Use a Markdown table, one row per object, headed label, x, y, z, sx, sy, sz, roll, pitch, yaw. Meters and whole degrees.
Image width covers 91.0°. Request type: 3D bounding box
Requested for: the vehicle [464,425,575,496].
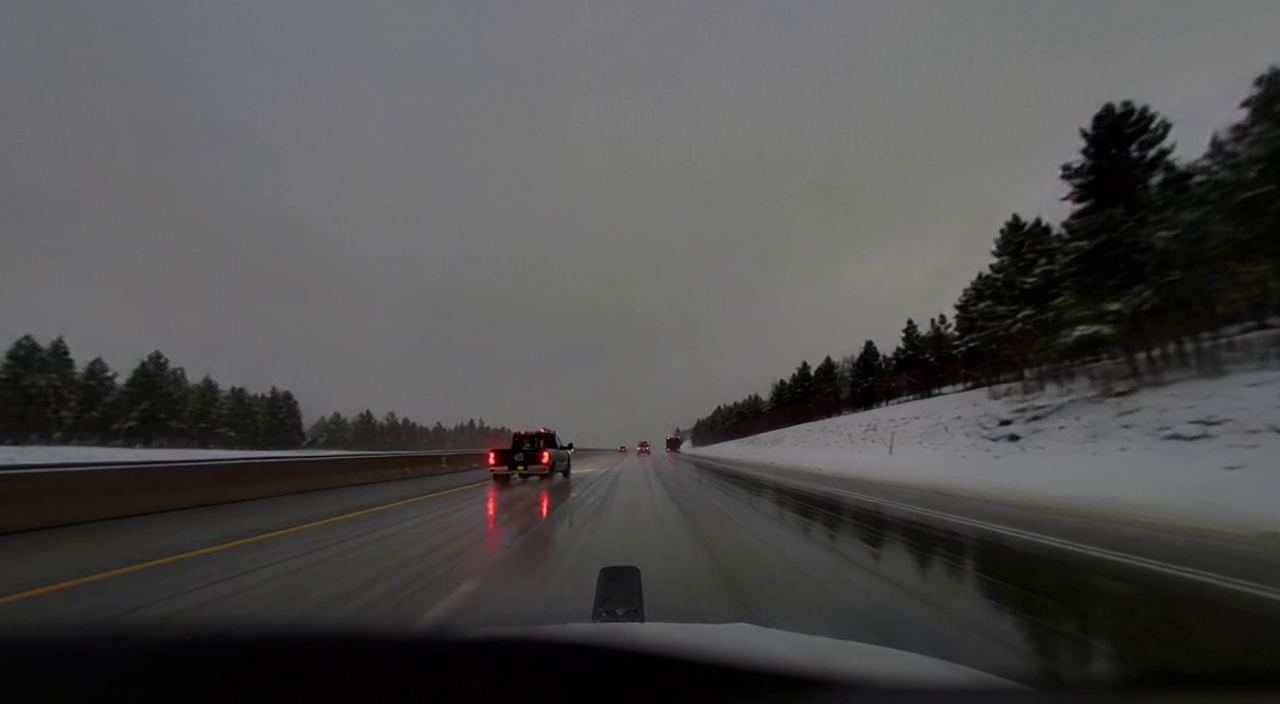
| label | x | y | z | sx | sy | sz | roll | pitch | yaw |
| --- | --- | --- | --- | --- | --- | --- | --- | --- | --- |
| vehicle | -3.573 | 3.363 | 19.974 | 2.379 | 1.918 | 5.504 | 0 | -8 | 1 |
